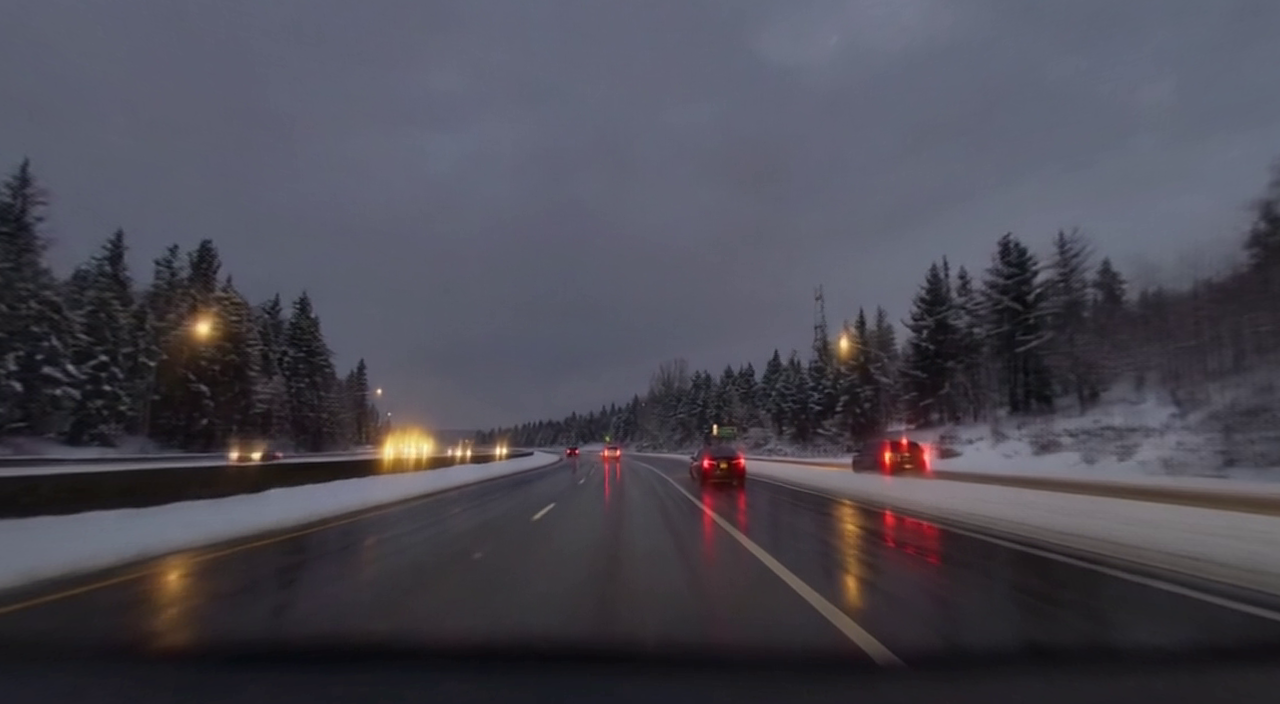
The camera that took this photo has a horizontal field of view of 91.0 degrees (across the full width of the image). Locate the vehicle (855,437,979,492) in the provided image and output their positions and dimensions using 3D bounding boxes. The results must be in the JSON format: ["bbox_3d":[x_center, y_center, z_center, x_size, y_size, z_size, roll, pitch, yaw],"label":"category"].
[{"bbox_3d":[9.193,3.773,21.433,1.909,1.634,4.739,0,-9,-2],"label":"vehicle"}]

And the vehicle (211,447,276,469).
[{"bbox_3d":[-29.394,7.858,46.838,1.881,1.532,4.734,0,-9,-2],"label":"vehicle"}]

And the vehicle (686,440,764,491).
[{"bbox_3d":[2.797,3.838,21.568,1.975,1.562,3.823,0,-9,-2],"label":"vehicle"}]
